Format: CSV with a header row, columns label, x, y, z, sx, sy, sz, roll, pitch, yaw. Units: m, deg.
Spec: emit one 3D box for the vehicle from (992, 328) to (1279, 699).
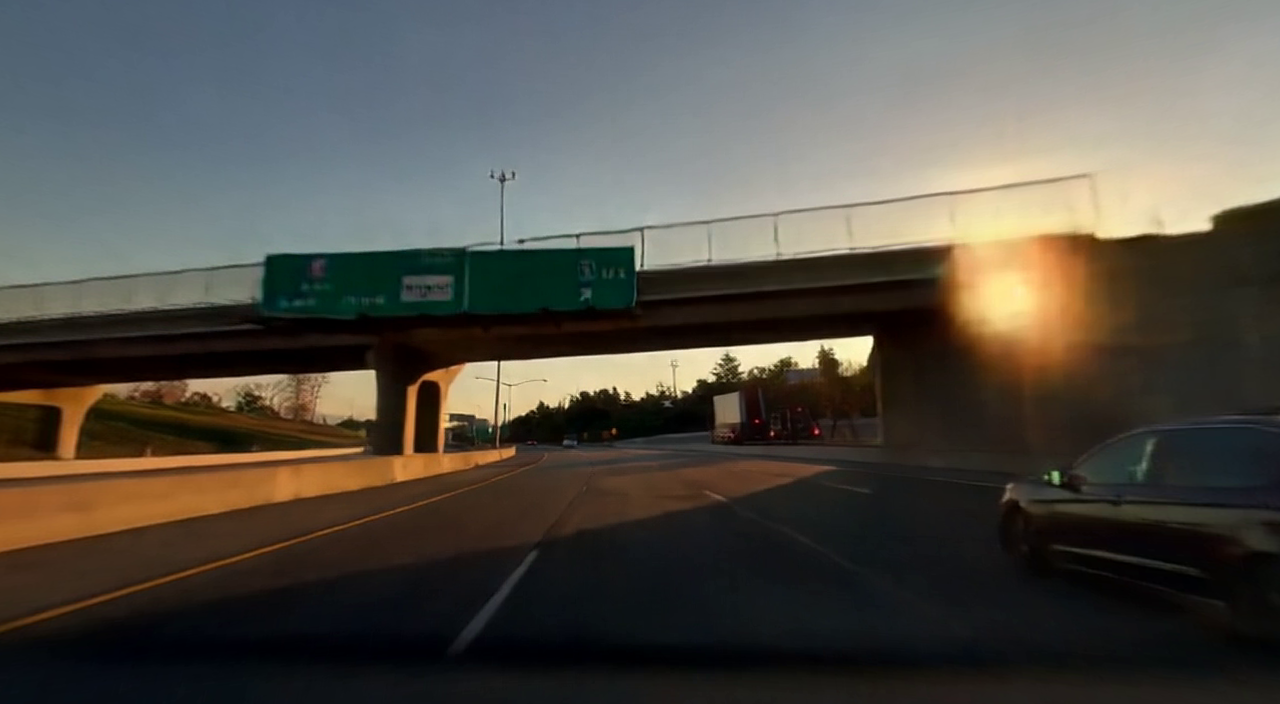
label,x,y,z,sx,sy,sz,roll,pitch,yaw
vehicle,3.983,0.721,2.788,2.039,1.701,4.834,-1,-8,0
